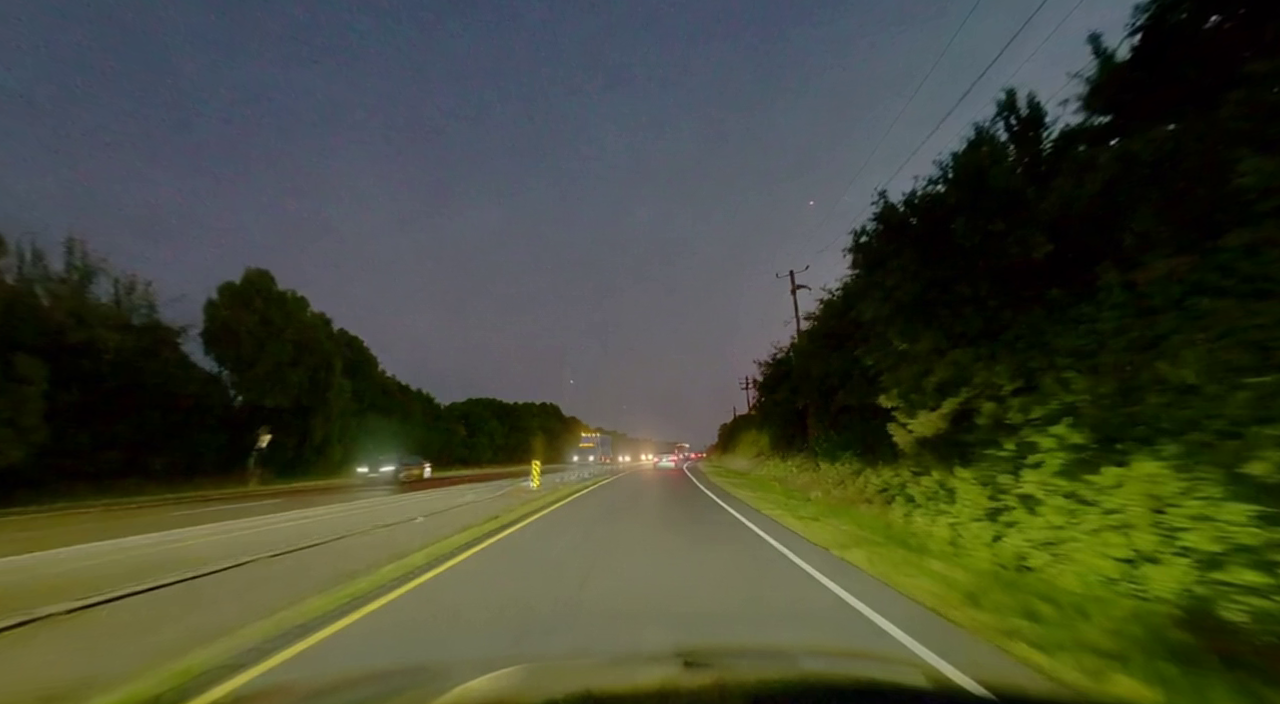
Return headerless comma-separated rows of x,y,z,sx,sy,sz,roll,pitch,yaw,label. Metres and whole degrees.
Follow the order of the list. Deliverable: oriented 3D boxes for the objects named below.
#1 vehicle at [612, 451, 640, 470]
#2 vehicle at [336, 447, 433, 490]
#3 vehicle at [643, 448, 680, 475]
-1.077,8.562,49.816,1.816,1.423,3.847,-1,-9,5,vehicle
-11.310,5.174,28.325,2.013,1.718,4.701,-1,-9,6,vehicle
1.346,6.573,38.001,2.080,1.486,3.813,-1,-9,3,vehicle
